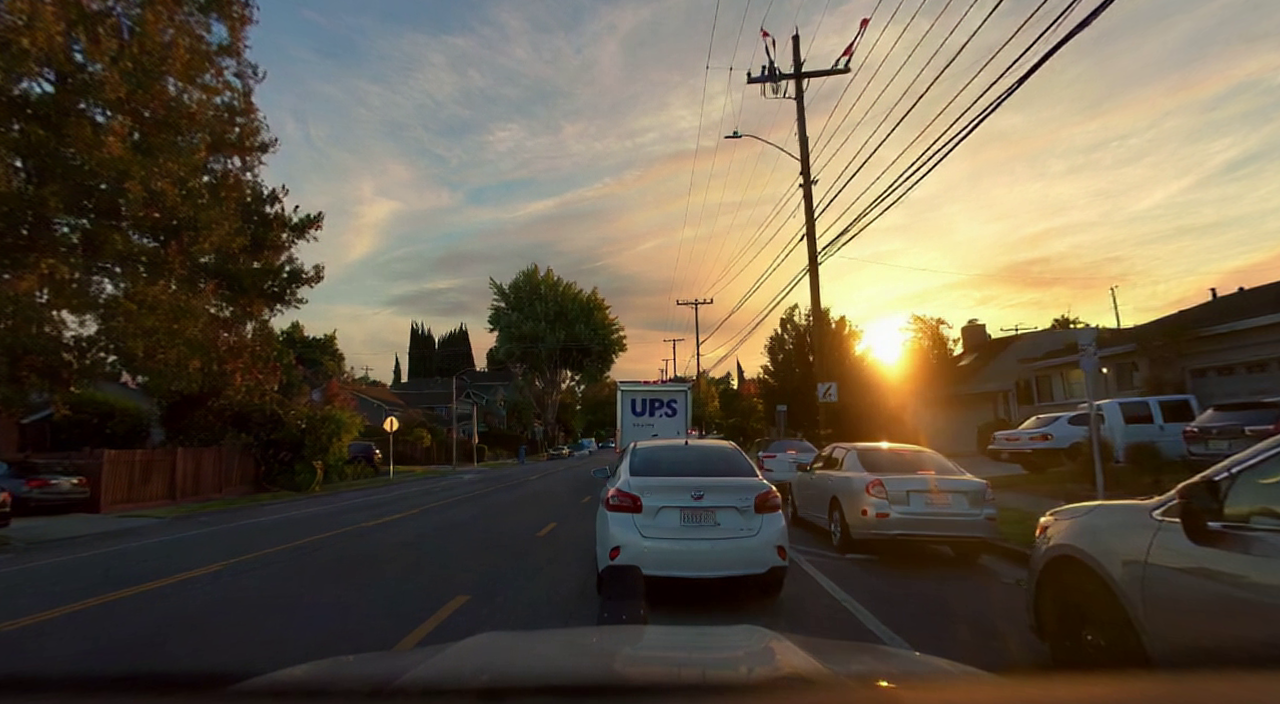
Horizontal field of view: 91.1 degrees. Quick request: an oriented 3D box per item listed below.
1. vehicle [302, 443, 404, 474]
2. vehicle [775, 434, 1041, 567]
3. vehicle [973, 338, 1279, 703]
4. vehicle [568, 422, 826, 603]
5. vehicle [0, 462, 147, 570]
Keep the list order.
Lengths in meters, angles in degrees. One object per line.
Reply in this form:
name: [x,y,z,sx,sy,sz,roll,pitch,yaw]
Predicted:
vehicle: [-17.425,6.466,38.296,5.274,1.793,1.921,0,-8,3]
vehicle: [3.519,2.014,9.390,1.993,1.479,4.487,0,-8,0]
vehicle: [3.324,0.771,1.914,2.069,1.722,4.888,0,-8,2]
vehicle: [0.478,1.674,7.523,2.158,1.499,4.377,0,-8,0]
vehicle: [-10.349,2.485,9.481,1.925,1.482,4.753,0,-8,0]
